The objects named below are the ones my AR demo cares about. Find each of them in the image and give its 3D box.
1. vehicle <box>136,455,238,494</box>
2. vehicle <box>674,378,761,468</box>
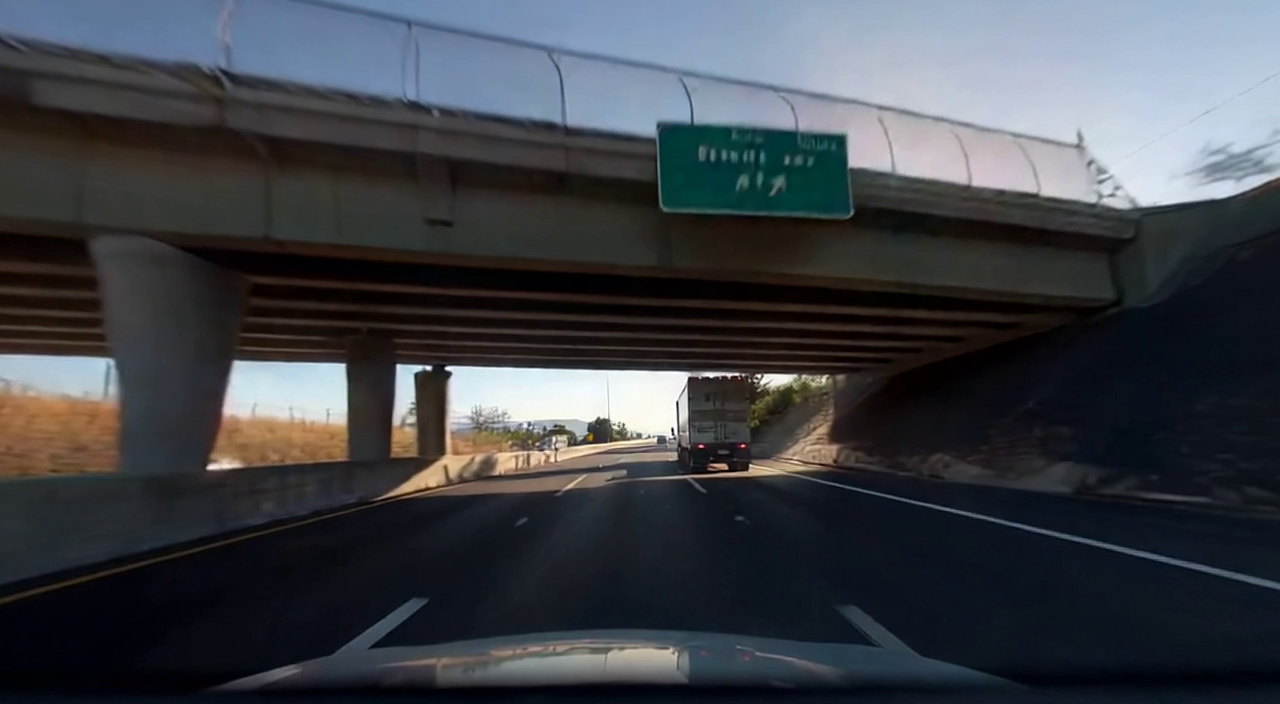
[{"bbox_3d":[-19.319,5.202,27.015,1.688,1.419,3.582,0,-8,0],"label":"vehicle"},{"bbox_3d":[3.917,4.236,35.996,2.960,4.099,14.097,0,-8,-1],"label":"vehicle"}]
